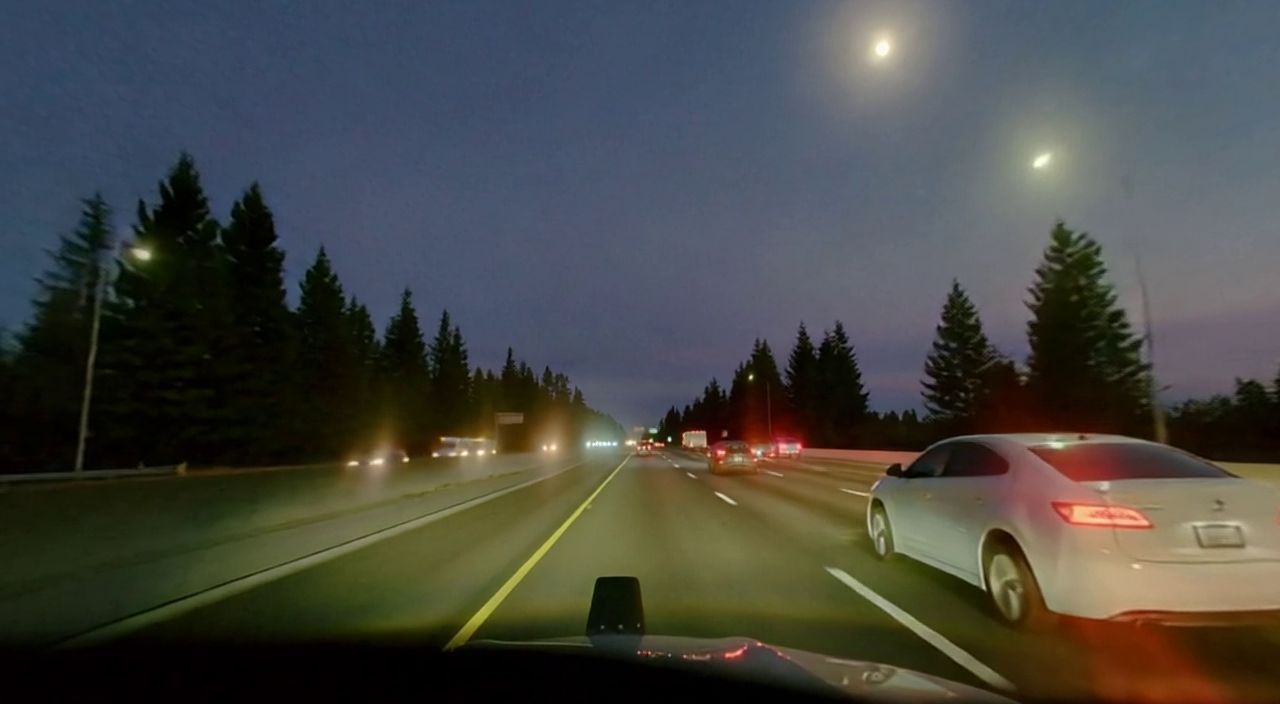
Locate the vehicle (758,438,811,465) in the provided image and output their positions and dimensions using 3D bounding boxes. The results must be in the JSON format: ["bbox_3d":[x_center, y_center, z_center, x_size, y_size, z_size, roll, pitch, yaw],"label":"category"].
[{"bbox_3d":[8.532,5.914,37.541,2.002,1.500,4.715,0,-8,0],"label":"vehicle"}]

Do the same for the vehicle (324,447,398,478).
[{"bbox_3d":[-14.804,5.841,33.587,1.867,1.465,4.482,-1,-8,1],"label":"vehicle"}]

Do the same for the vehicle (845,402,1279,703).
[{"bbox_3d":[3.344,1.269,4.834,1.904,1.453,4.789,0,-8,0],"label":"vehicle"}]

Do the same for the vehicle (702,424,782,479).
[{"bbox_3d":[3.821,3.865,24.641,2.206,1.902,5.460,0,-8,0],"label":"vehicle"}]
